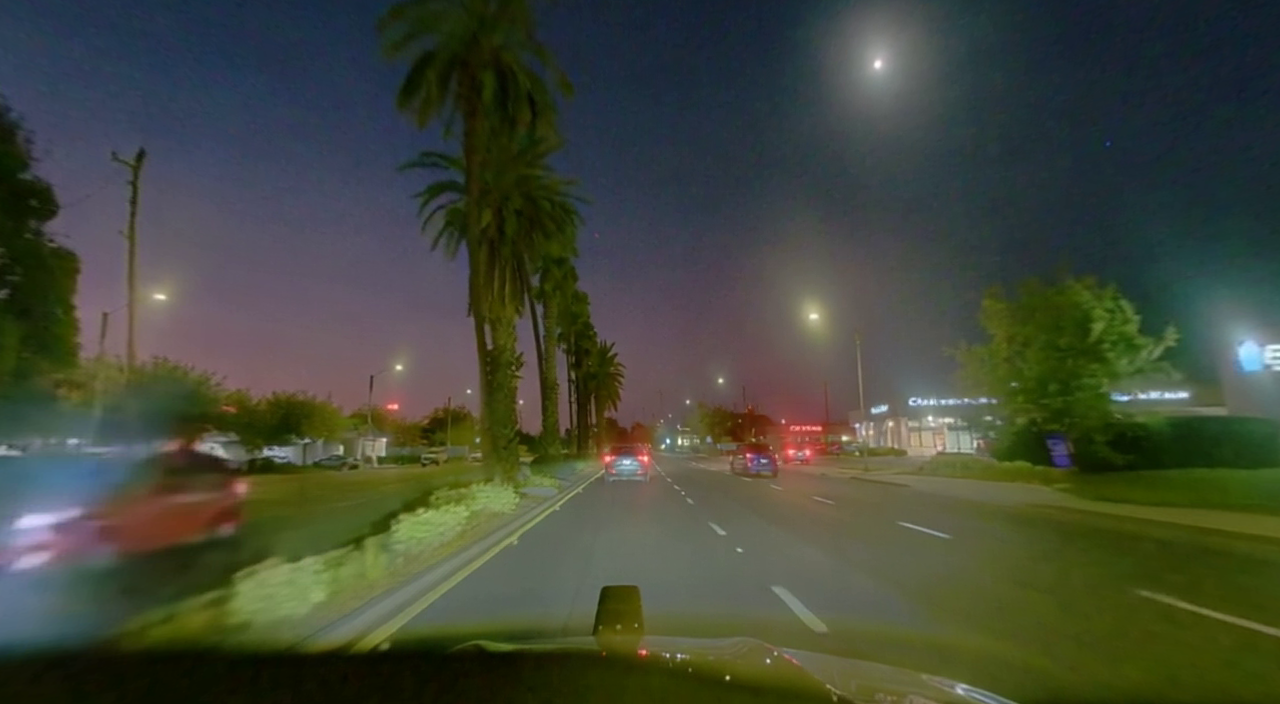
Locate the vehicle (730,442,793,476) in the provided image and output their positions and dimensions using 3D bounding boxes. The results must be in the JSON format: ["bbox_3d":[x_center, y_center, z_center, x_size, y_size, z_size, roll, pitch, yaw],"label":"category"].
[{"bbox_3d":[6.150,5.470,32.580,2.244,1.618,4.585,0,-9,-2],"label":"vehicle"}]

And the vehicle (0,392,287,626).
[{"bbox_3d":[-5.889,1.440,6.469,2.156,1.702,4.379,0,-9,-3],"label":"vehicle"}]

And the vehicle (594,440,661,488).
[{"bbox_3d":[-0.395,3.865,21.999,2.106,1.496,3.964,0,-9,0],"label":"vehicle"}]
